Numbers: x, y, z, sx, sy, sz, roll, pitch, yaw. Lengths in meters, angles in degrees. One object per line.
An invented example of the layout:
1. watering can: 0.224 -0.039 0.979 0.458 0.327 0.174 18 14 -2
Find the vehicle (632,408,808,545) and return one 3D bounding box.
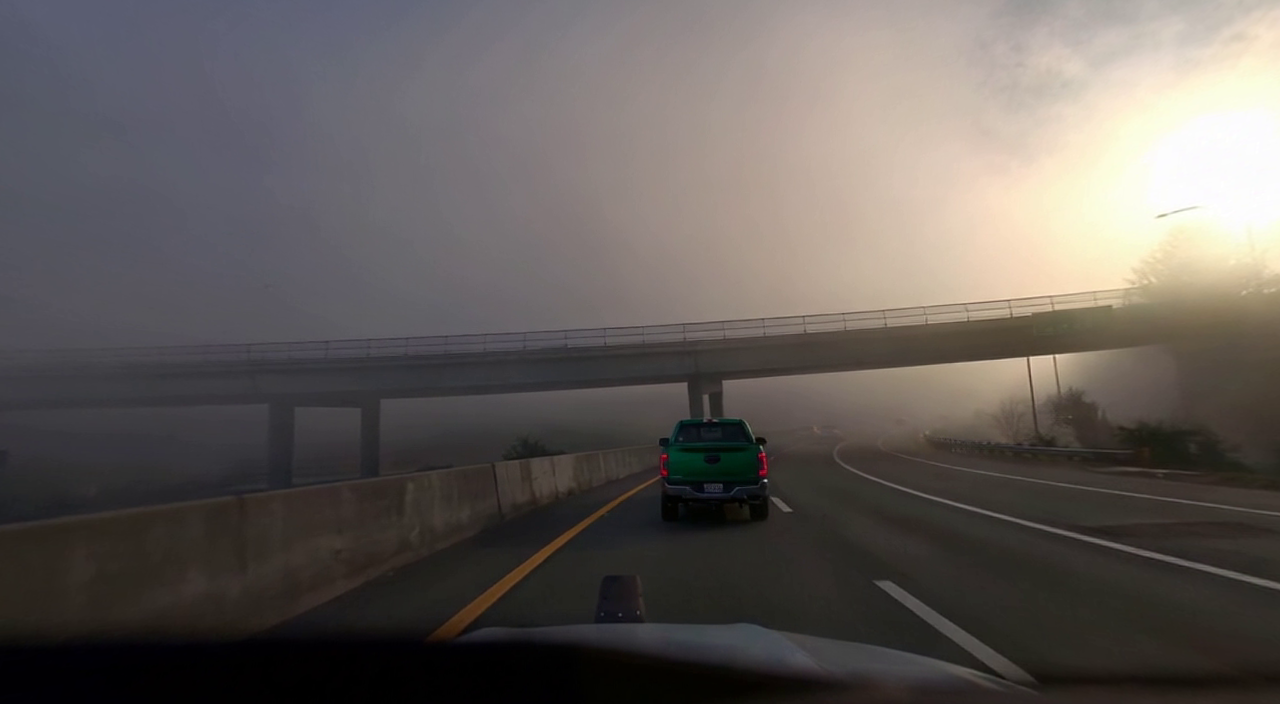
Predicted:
1. vehicle: 1.226 1.919 10.315 2.235 1.716 4.435 -1 -9 6
